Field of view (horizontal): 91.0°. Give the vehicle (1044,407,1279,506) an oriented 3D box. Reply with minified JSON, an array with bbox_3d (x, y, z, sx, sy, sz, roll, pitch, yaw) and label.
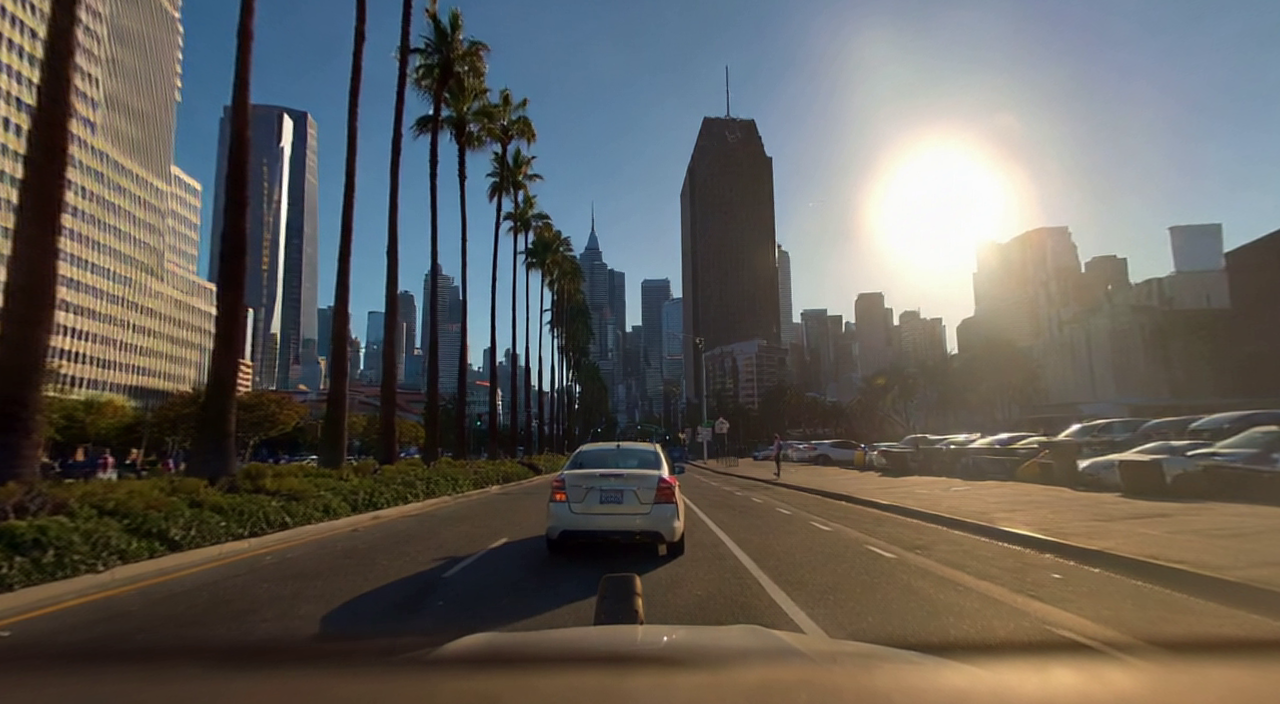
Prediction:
[{"bbox_3d":[12.897,2.362,14.535,5.301,1.962,2.431,-3,-8,4],"label":"vehicle"}]

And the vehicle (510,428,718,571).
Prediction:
[{"bbox_3d":[-0.272,1.881,8.781,2.235,1.528,3.876,0,-8,0],"label":"vehicle"}]
